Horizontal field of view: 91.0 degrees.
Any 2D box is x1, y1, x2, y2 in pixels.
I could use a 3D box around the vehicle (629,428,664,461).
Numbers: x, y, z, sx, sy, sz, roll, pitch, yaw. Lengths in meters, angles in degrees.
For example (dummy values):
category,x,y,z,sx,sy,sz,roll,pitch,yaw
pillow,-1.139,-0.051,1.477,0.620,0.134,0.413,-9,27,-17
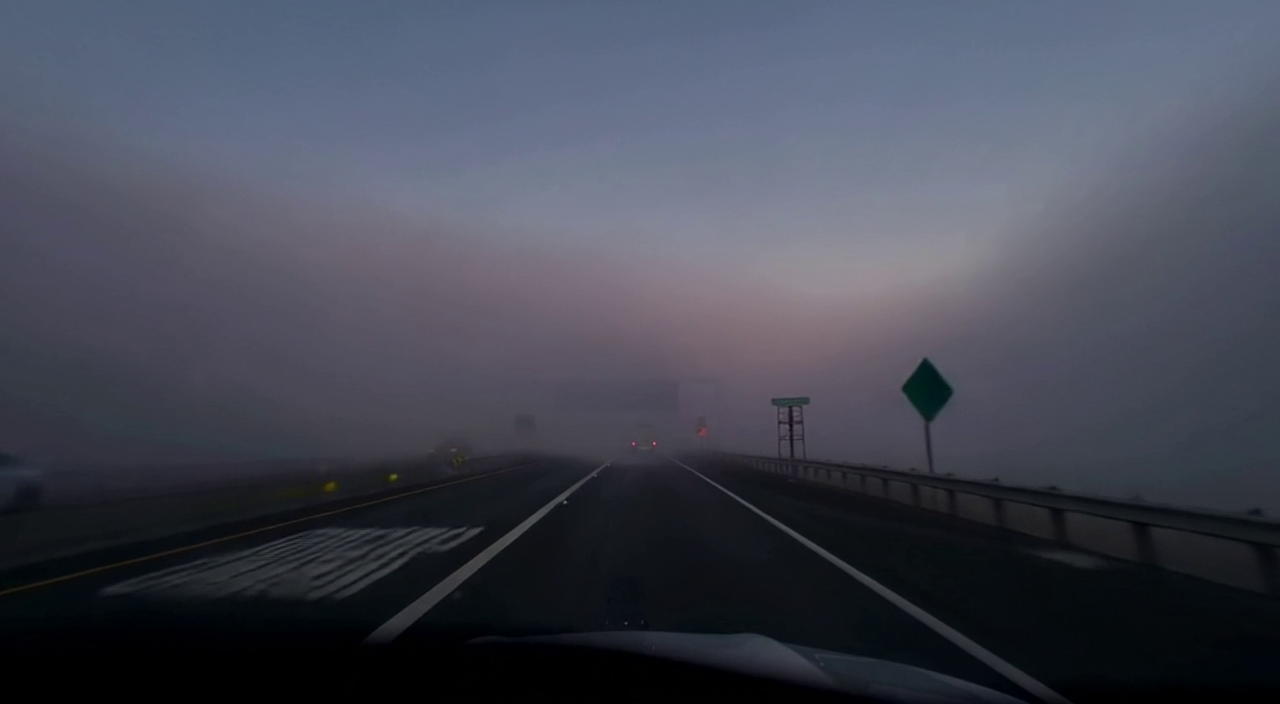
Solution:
category,x,y,z,sx,sy,sz,roll,pitch,yaw
vehicle,0.434,6.513,44.299,2.277,2.109,4.922,0,-8,0
